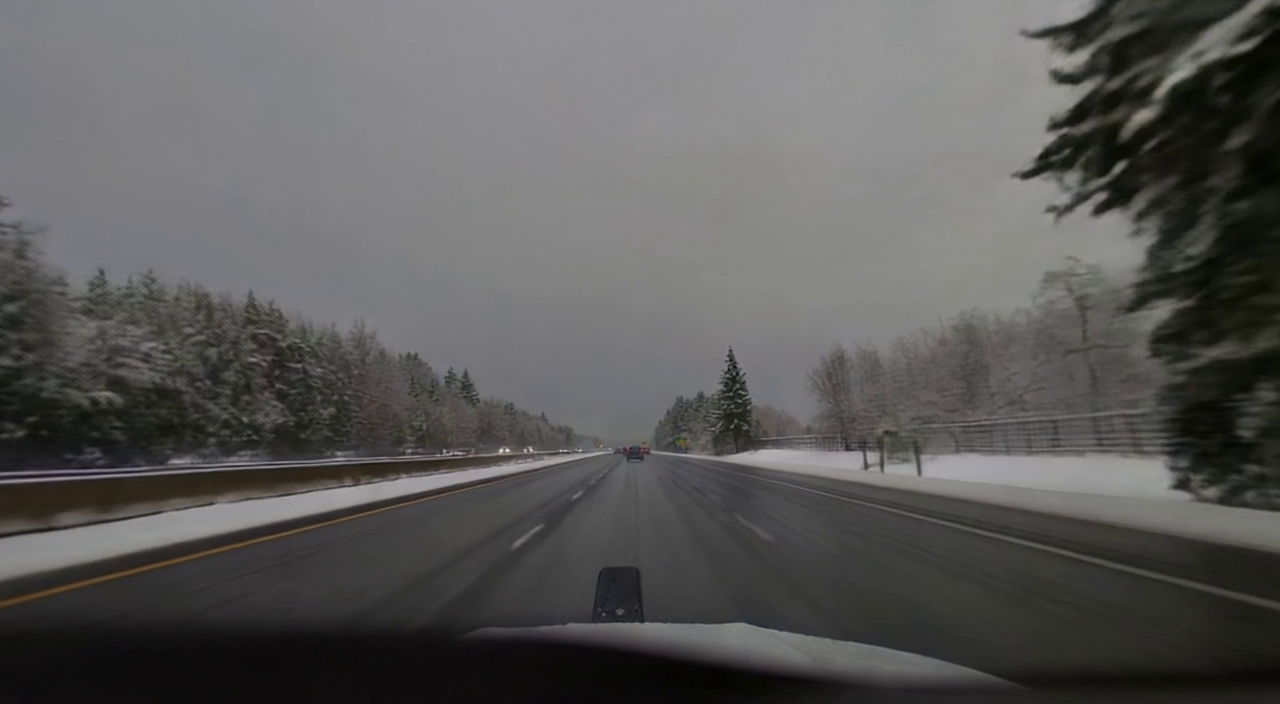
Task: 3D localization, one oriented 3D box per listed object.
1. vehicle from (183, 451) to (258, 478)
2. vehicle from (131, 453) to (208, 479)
[{"bbox_3d":[-28.744,7.694,43.495,1.977,1.664,4.701,0,-9,0],"label":"vehicle"},{"bbox_3d":[-32.613,7.907,43.971,1.931,1.667,4.443,0,-9,0],"label":"vehicle"}]
